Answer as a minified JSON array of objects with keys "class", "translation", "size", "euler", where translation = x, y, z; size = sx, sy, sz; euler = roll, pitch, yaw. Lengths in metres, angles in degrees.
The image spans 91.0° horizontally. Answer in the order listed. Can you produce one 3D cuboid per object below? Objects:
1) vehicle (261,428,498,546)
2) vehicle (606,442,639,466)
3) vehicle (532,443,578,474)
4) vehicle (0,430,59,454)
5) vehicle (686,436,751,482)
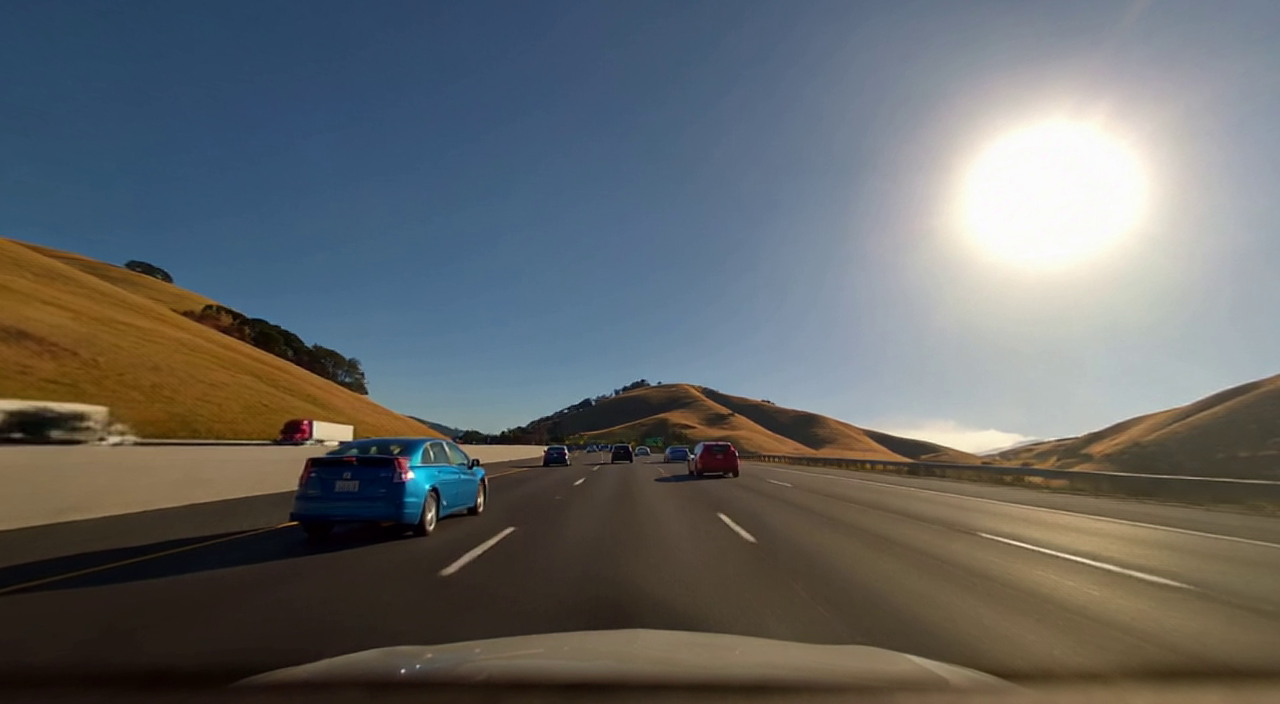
[{"class":"vehicle","translation":[-3.870,2.074,10.352],"size":[1.993,1.500,4.248],"euler":[0,-9,1]},{"class":"vehicle","translation":[-1.176,7.035,43.529],"size":[2.147,1.572,4.094],"euler":[0,-9,-1]},{"class":"vehicle","translation":[-4.266,5.429,32.265],"size":[1.796,1.464,3.839],"euler":[0,-9,0]},{"class":"vehicle","translation":[-40.026,5.746,40.173],"size":[1.764,1.492,4.342],"euler":[0,-9,-1]},{"class":"vehicle","translation":[3.347,4.687,27.902],"size":[2.222,1.820,4.733],"euler":[0,-9,-1]}]
